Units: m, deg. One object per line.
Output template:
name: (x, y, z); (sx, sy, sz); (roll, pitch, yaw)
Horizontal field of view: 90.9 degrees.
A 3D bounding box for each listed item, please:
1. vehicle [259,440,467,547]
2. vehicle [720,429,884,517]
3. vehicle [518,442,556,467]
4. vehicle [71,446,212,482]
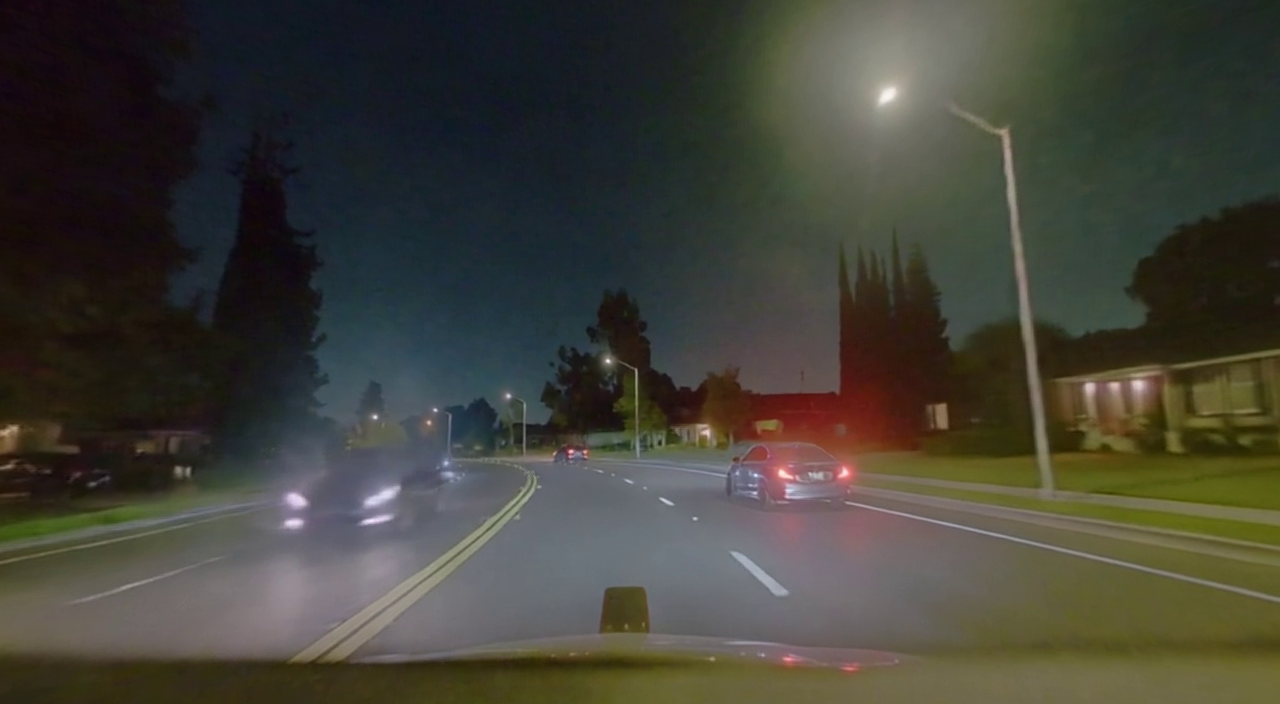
vehicle: (-4.498, 2.318, 11.098); (1.985, 1.470, 4.305); (0, -8, -4)
vehicle: (3.126, 2.423, 13.219); (1.934, 1.506, 4.282); (1, -8, -6)
vehicle: (-7.587, 7.472, 46.091); (2.106, 1.667, 4.367); (2, -9, -18)
vehicle: (-22.246, 5.000, 28.254); (4.670, 1.533, 1.904); (0, -8, 0)
